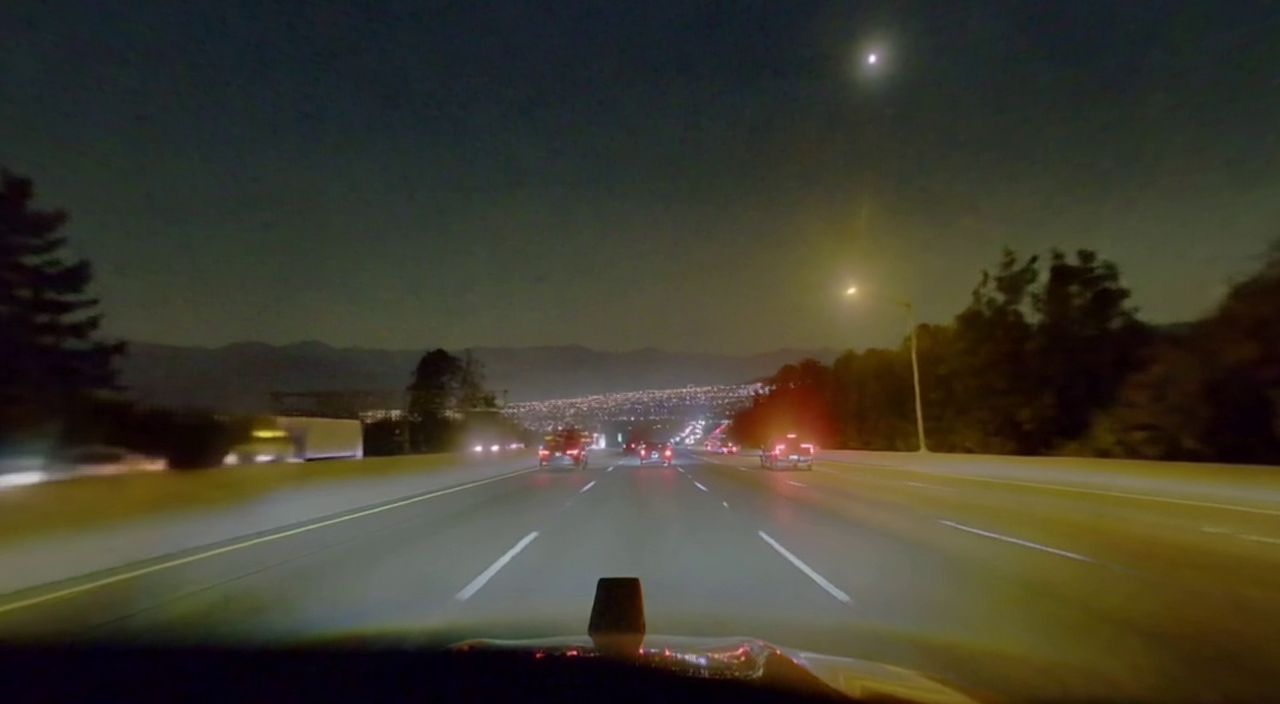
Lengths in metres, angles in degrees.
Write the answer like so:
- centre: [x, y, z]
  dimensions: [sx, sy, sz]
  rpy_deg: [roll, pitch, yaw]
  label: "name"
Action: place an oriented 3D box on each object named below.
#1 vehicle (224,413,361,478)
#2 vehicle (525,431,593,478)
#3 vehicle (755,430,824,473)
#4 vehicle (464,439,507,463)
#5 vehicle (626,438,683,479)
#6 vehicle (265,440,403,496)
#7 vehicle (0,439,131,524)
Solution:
- centre: [-19.185, 5.234, 35.621]
  dimensions: [2.953, 3.194, 8.165]
  rpy_deg: [-1, -8, 1]
  label: "vehicle"
- centre: [-3.232, 4.181, 26.049]
  dimensions: [2.140, 1.720, 4.410]
  rpy_deg: [0, -8, 1]
  label: "vehicle"
- centre: [7.146, 4.804, 30.777]
  dimensions: [2.094, 1.916, 5.099]
  rpy_deg: [0, -8, 0]
  label: "vehicle"
- centre: [-11.791, 7.574, 48.517]
  dimensions: [1.915, 1.675, 5.092]
  rpy_deg: [0, -8, 1]
  label: "vehicle"
- centre: [0.549, 4.171, 25.010]
  dimensions: [2.071, 1.464, 4.162]
  rpy_deg: [0, -8, 1]
  label: "vehicle"
- centre: [-8.969, 3.398, 18.972]
  dimensions: [1.967, 1.447, 4.206]
  rpy_deg: [0, -8, 2]
  label: "vehicle"
- centre: [-12.527, 2.431, 12.038]
  dimensions: [1.926, 1.518, 4.327]
  rpy_deg: [0, -8, 1]
  label: "vehicle"
